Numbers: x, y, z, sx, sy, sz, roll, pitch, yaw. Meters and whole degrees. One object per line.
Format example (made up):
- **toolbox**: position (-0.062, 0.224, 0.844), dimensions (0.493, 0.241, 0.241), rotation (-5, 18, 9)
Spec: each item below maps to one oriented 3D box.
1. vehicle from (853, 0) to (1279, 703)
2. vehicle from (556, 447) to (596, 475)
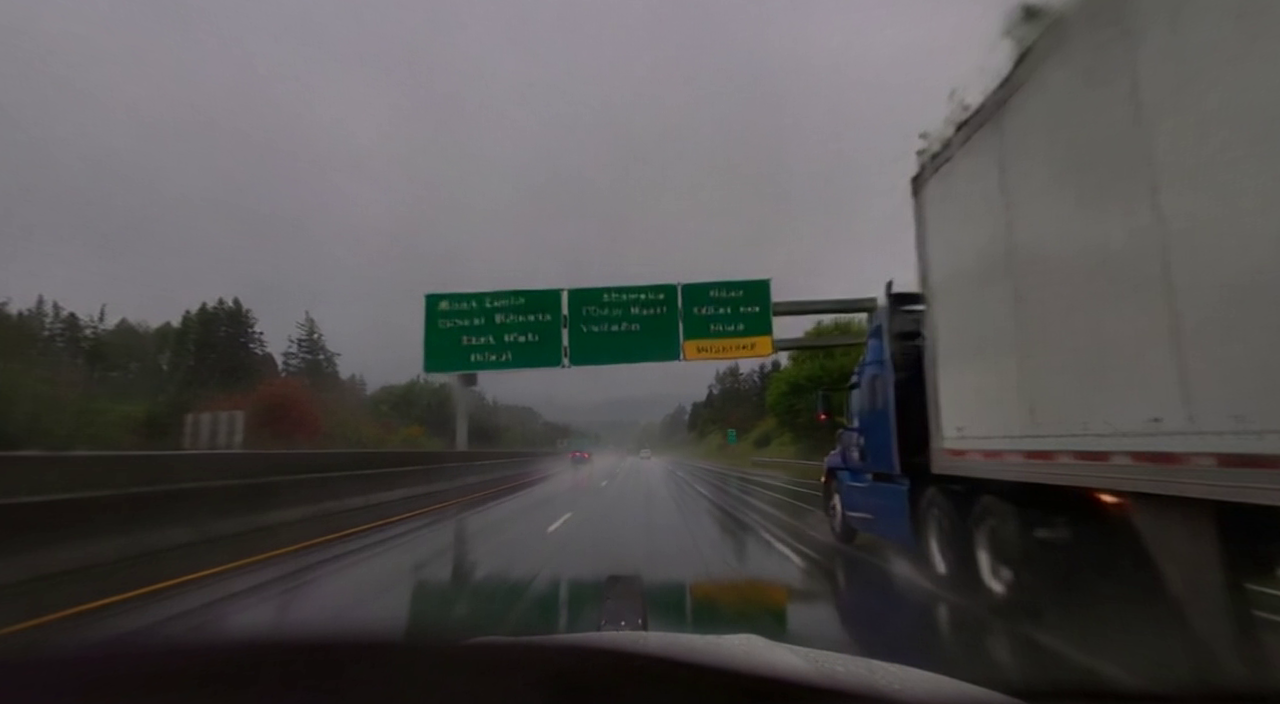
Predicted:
- **vehicle**: position (4.229, -0.641, 0.563), dimensions (3.025, 4.005, 14.010), rotation (0, -9, -1)
- **vehicle**: position (-3.709, 6.383, 37.039), dimensions (1.918, 1.510, 4.006), rotation (0, -9, 0)
